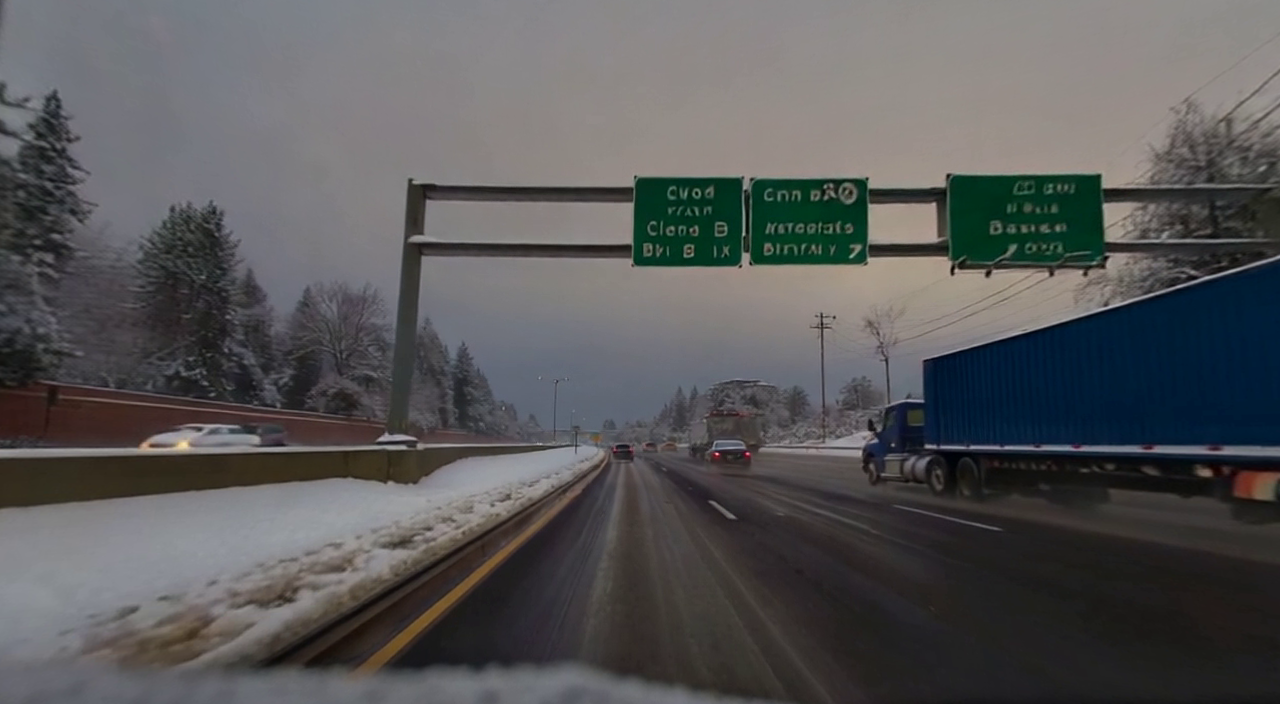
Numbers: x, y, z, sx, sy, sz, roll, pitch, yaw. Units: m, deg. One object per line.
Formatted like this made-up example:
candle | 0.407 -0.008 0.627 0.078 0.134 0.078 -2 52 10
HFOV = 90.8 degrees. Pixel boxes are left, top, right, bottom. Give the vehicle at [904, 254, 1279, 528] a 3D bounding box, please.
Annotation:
vehicle | 11.170 1.404 15.048 2.914 4.134 15.553 0 -8 -1

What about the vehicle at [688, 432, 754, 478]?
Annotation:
vehicle | 3.477 4.513 27.953 2.114 1.849 4.692 0 -9 -2

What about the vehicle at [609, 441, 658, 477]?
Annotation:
vehicle | -0.317 4.830 28.715 2.083 1.477 3.965 0 -9 -2
